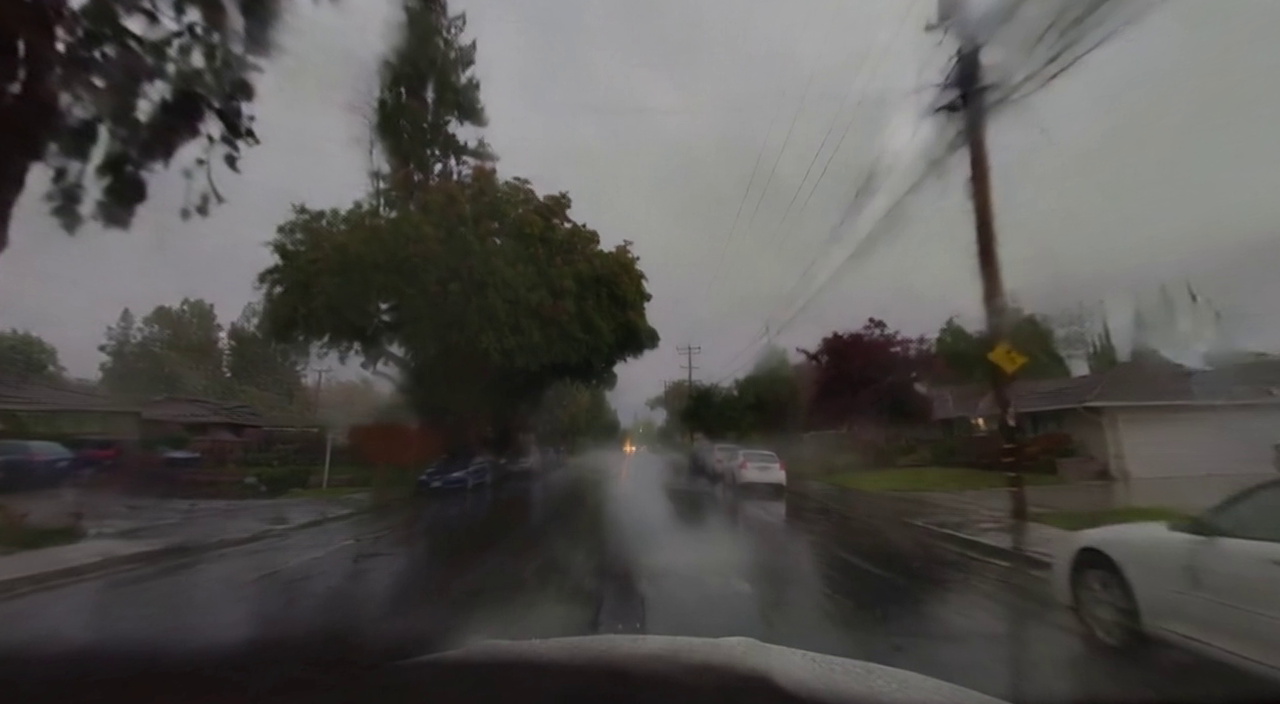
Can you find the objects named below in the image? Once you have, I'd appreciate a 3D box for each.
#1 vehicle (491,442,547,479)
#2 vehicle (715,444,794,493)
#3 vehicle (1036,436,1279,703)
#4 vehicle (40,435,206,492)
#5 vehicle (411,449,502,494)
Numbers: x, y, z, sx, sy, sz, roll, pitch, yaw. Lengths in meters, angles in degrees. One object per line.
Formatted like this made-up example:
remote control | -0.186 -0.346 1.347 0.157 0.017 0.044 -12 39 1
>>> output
vehicle | -6.324 5.731 33.636 2.031 1.799 4.587 0 -9 0
vehicle | 3.658 3.802 20.945 1.763 1.432 4.323 0 -9 -1
vehicle | 3.778 1.037 2.417 1.782 1.439 4.037 0 -9 -2
vehicle | -17.830 3.869 22.152 1.925 1.750 4.489 0 -9 1
vehicle | -6.472 4.257 22.879 2.031 1.454 4.410 0 -9 -1
